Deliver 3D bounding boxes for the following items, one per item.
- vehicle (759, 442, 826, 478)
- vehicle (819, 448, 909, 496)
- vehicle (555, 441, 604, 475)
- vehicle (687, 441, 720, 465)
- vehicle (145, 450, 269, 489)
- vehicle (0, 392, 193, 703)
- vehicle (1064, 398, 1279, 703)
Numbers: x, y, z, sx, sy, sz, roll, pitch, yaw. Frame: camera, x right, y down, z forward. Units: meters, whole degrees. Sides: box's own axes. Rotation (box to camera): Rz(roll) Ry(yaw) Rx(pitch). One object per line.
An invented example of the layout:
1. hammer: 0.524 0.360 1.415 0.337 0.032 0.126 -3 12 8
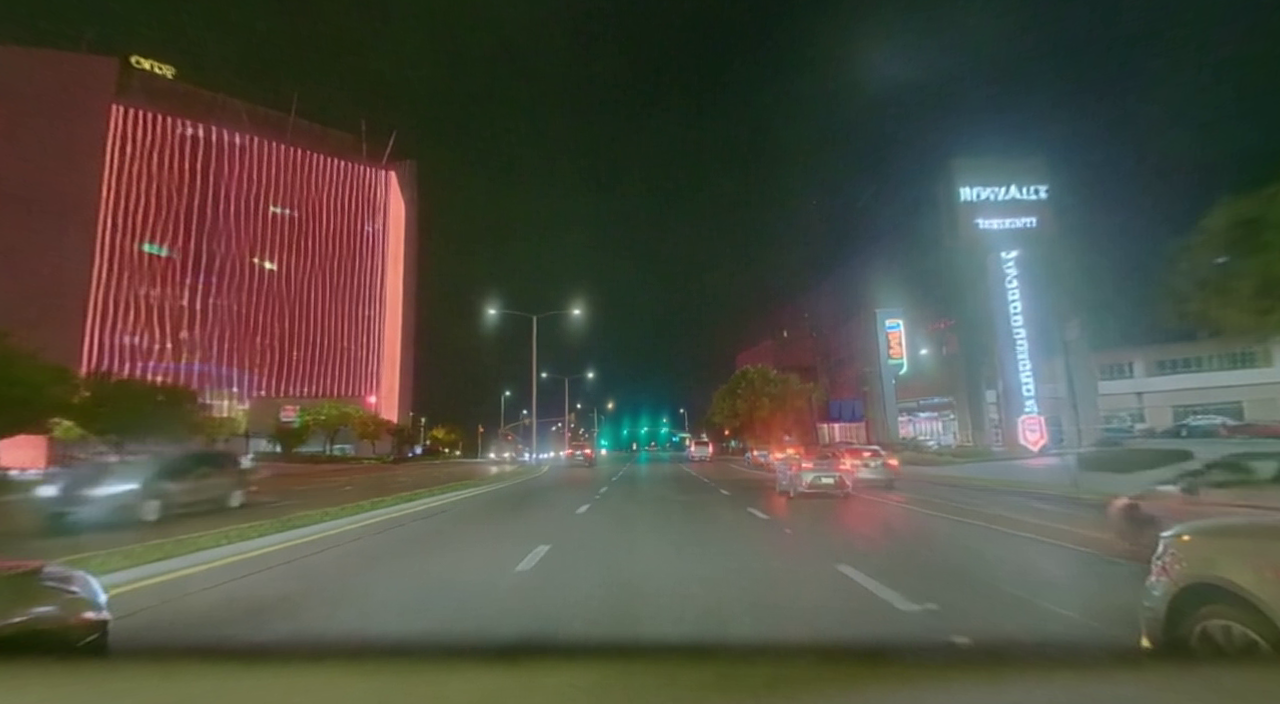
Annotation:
1. vehicle: 7.446 5.316 31.331 1.918 1.598 4.536 0 -8 -4
2. vehicle: 7.414 3.956 21.228 1.654 1.440 3.647 0 -8 0
3. vehicle: -2.848 5.076 30.545 1.917 1.511 4.436 0 -8 0
4. vehicle: 4.659 7.439 46.727 2.007 1.683 4.171 0 -8 -1
5. vehicle: -18.001 4.879 26.545 1.919 1.460 4.572 0 -8 1
6. vehicle: -3.357 0.678 0.688 2.155 1.504 4.776 0 -8 1
7. vehicle: 3.393 0.760 1.247 1.981 1.499 4.536 0 -8 1
